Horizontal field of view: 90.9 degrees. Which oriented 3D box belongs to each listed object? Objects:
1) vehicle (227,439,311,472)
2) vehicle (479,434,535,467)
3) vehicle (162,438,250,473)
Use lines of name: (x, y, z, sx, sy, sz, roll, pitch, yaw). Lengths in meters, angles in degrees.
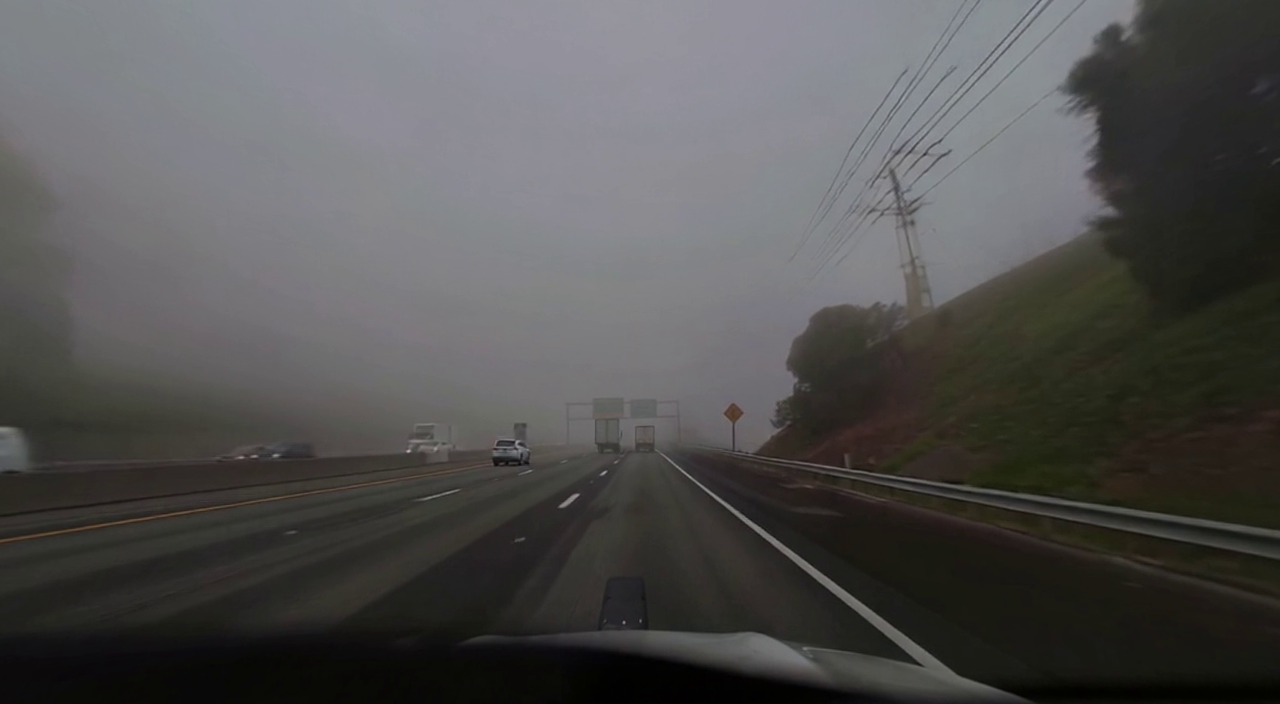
vehicle: (-18.706, 5.220, 32.035, 1.842, 1.522, 4.131, 0, -8, -2)
vehicle: (-7.556, 5.637, 36.296, 2.192, 1.762, 4.559, 0, -8, 1)
vehicle: (-24.331, 5.797, 35.590, 1.870, 1.814, 4.313, 0, -8, 0)
